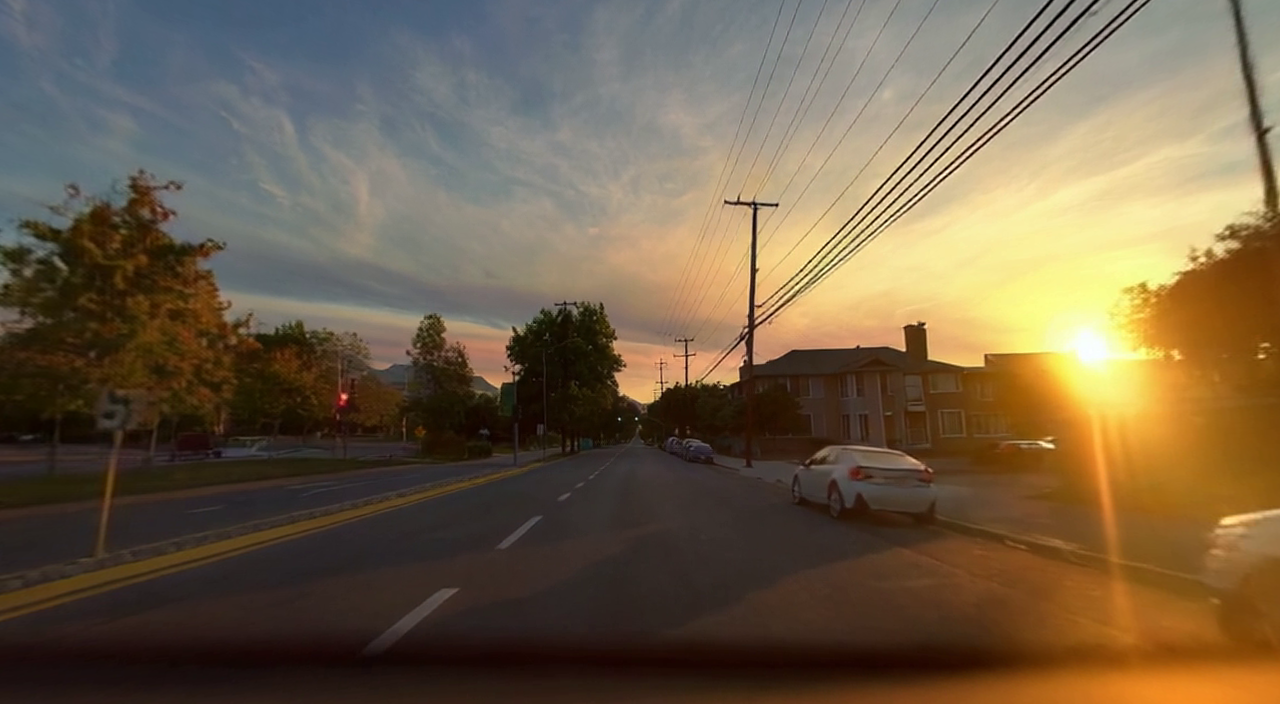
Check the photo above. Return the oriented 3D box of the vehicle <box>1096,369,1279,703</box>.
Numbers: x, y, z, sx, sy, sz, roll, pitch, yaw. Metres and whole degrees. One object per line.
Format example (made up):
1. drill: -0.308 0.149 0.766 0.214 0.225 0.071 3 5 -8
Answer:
1. vehicle: 4.087 0.746 2.001 1.898 1.625 4.414 0 -8 -1

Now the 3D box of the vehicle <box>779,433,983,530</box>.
1. vehicle: 4.087 2.271 11.725 1.994 1.422 4.595 0 -8 0

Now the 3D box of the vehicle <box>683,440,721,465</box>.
1. vehicle: 3.843 6.291 39.681 1.785 1.441 4.458 0 -8 -2

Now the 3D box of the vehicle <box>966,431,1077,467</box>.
1. vehicle: 17.469 4.471 29.269 1.854 1.515 4.648 1 -8 -7
